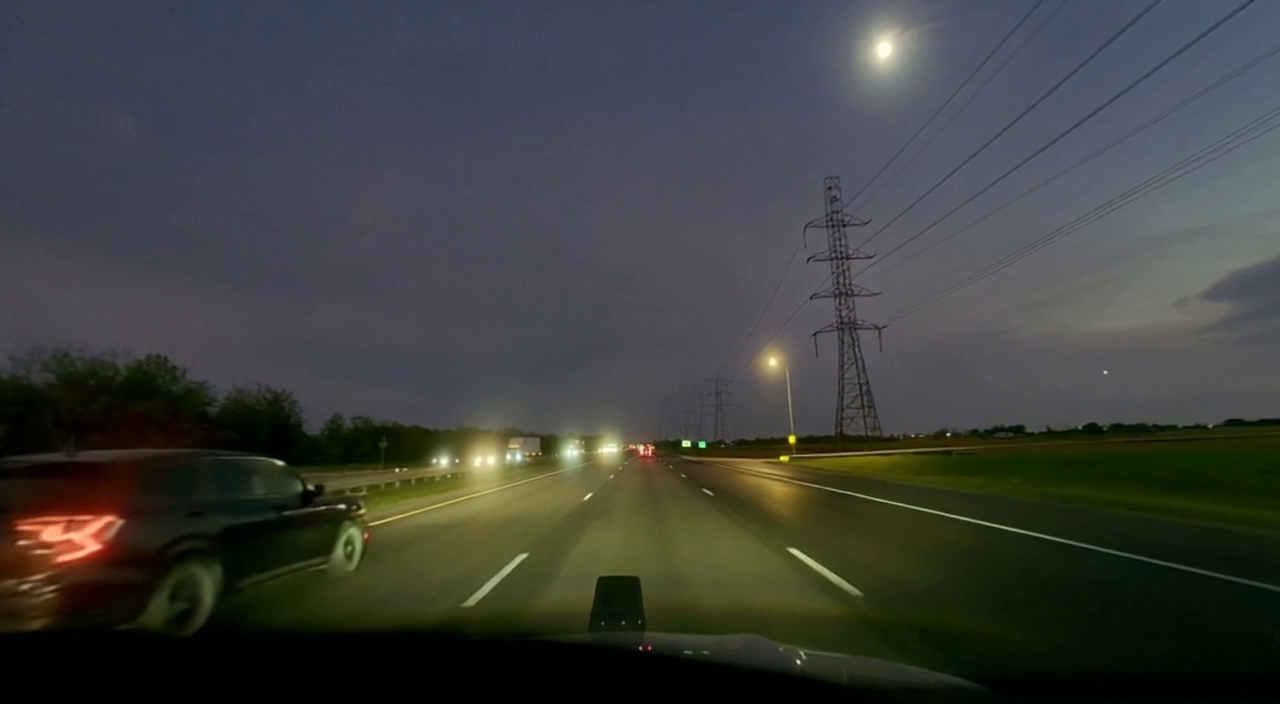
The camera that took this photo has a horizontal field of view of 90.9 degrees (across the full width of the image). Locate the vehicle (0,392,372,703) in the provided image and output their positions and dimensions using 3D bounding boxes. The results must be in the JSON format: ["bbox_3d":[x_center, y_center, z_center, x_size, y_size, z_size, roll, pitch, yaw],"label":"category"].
[{"bbox_3d":[-3.846,1.243,4.575,1.924,1.550,4.165,0,-9,0],"label":"vehicle"}]
